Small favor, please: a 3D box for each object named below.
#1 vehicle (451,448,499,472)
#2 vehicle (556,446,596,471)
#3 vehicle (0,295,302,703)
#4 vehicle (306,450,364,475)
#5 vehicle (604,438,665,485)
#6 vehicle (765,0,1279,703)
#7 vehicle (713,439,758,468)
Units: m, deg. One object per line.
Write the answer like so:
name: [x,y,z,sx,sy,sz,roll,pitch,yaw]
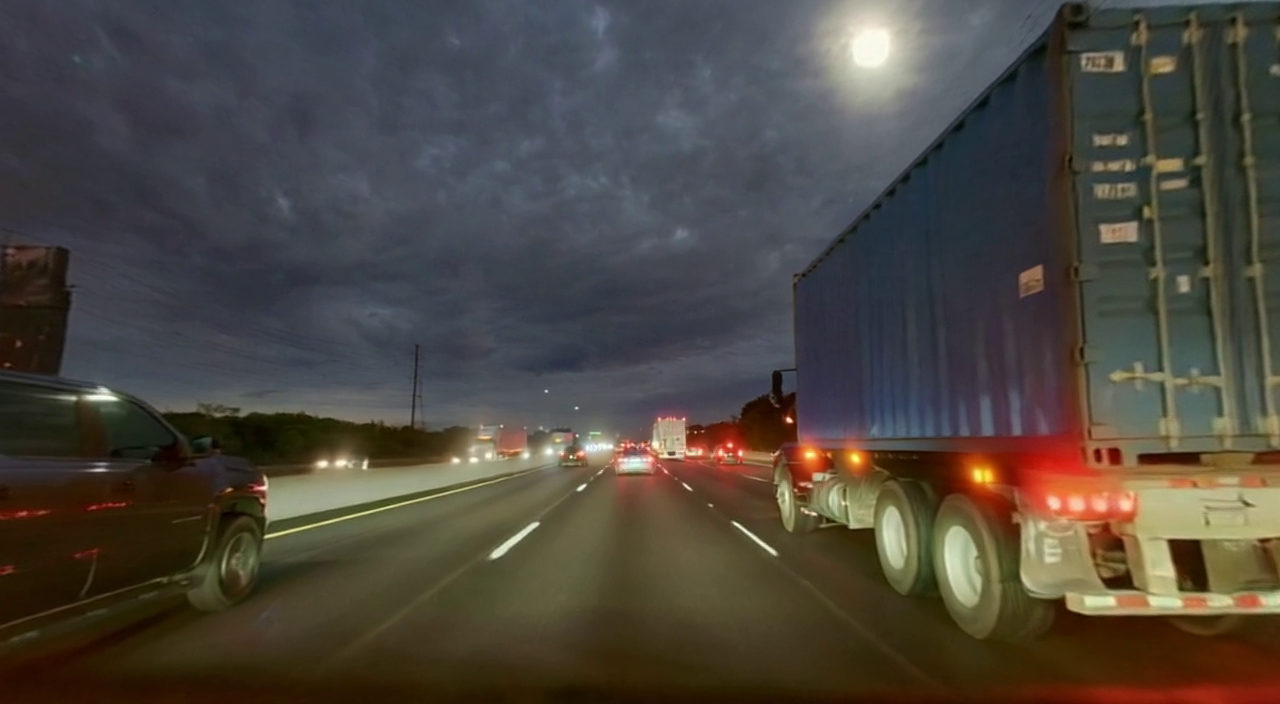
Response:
vehicle: [-10.981,7.183,42.370,2.054,1.489,4.507,0,-9,0]
vehicle: [-3.944,6.670,39.820,2.025,1.498,4.675,0,-9,0]
vehicle: [-4.171,0.691,2.463,2.323,2.046,6.006,0,-9,1]
vehicle: [-21.142,7.650,43.989,1.980,1.588,4.097,0,-9,-1]
vehicle: [-0.214,4.294,25.039,2.191,1.685,4.015,0,-9,0]
vehicle: [3.429,0.218,5.075,3.013,3.940,7.933,0,-9,-1]
vehicle: [6.964,7.475,46.731,2.302,1.973,5.502,0,-9,-1]
